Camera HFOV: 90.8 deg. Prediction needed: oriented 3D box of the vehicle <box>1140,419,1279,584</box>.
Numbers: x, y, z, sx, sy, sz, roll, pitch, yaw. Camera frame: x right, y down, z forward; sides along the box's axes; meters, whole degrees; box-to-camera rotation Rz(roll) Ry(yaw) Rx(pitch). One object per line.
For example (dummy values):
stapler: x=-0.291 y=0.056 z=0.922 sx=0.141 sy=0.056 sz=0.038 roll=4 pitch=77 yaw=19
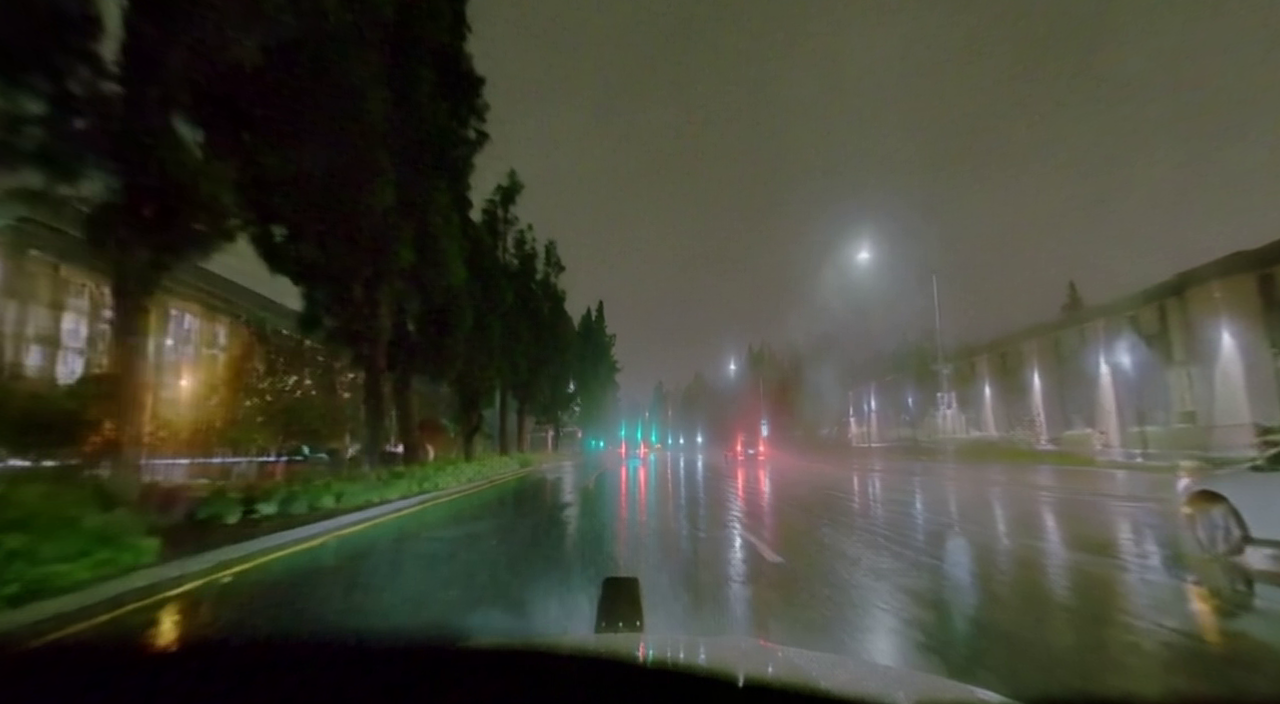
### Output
vehicle: x=6.827 y=1.239 z=5.001 sx=2.139 sy=1.471 sz=4.393 roll=0 pitch=-8 yaw=0

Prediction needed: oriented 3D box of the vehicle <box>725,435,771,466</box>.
vehicle: x=6.739 y=6.210 z=39.864 sx=2.026 sy=1.804 sz=4.565 roll=0 pitch=-8 yaw=-1

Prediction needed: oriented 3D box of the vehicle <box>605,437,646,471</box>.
vehicle: x=-0.763 y=5.778 z=35.981 sx=2.193 sy=1.794 sz=4.457 roll=0 pitch=-8 yaw=0
